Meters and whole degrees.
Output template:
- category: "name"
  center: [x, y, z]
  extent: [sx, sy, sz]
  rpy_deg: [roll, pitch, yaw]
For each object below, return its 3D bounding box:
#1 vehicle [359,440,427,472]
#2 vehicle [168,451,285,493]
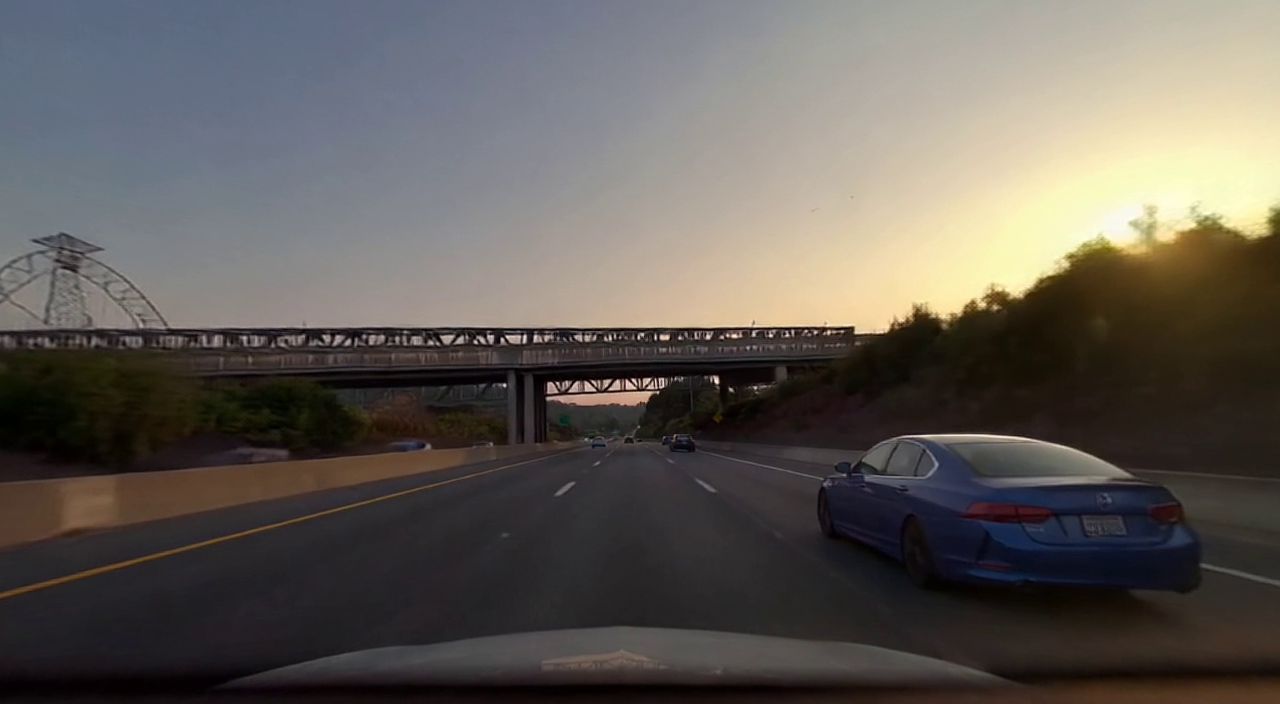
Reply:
- category: "vehicle"
  center: [-12.757, 5.388, 32.877]
  extent: [1.868, 1.508, 4.408]
  rpy_deg: [0, -8, -1]
- category: "vehicle"
  center: [-16.904, 4.887, 26.053]
  extent: [1.887, 1.469, 4.382]
  rpy_deg: [0, -8, -1]
